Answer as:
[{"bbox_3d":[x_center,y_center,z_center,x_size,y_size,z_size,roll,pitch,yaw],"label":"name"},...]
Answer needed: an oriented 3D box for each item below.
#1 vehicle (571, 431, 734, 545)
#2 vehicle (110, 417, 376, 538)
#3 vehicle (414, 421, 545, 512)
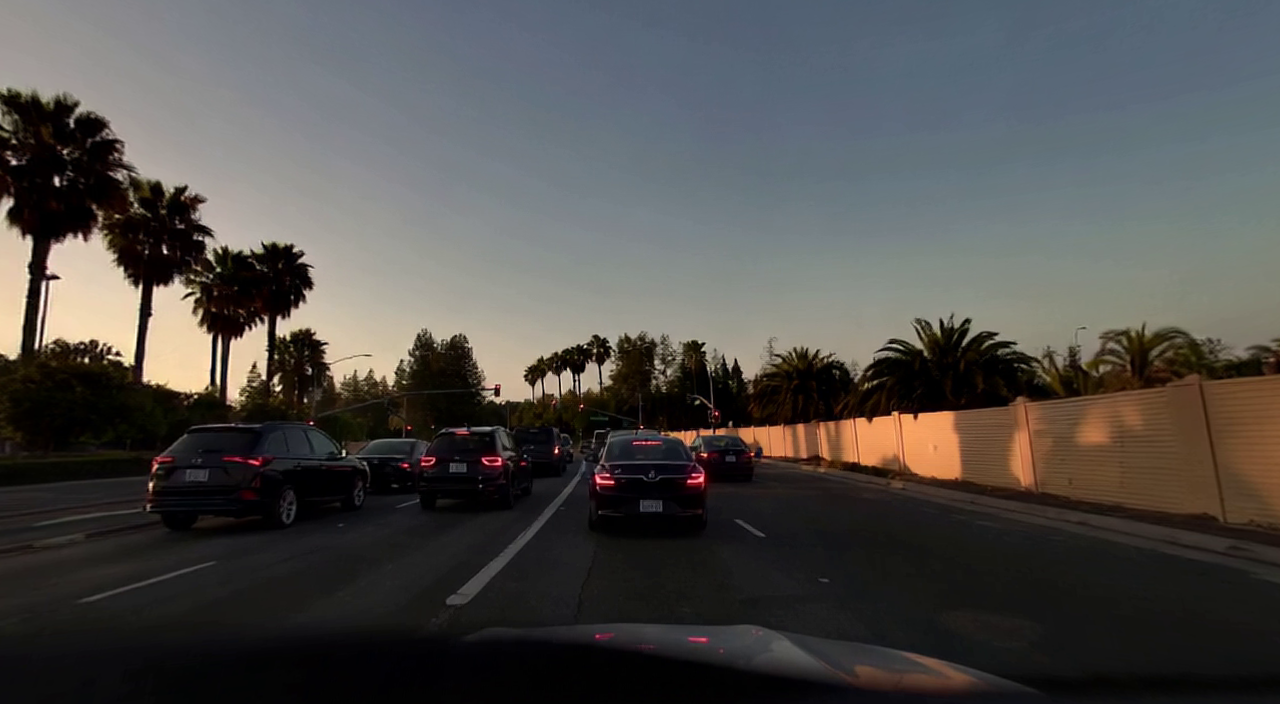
[{"bbox_3d":[0.080,2.101,10.452,2.128,1.473,4.272,0,-8,-2],"label":"vehicle"},{"bbox_3d":[-6.675,2.139,11.386,1.963,1.721,4.467,0,-8,-2],"label":"vehicle"},{"bbox_3d":[-3.442,2.552,14.454,2.007,1.746,4.136,0,-8,-2],"label":"vehicle"}]
